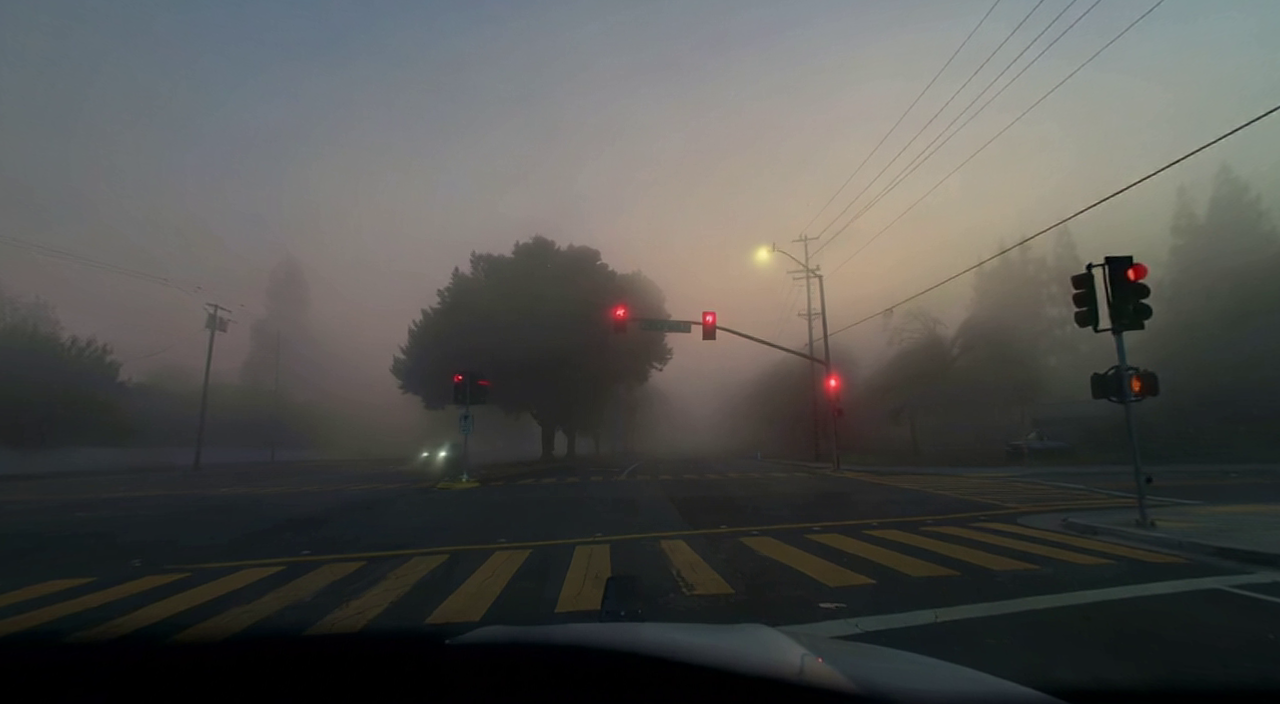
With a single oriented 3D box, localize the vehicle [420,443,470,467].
[{"bbox_3d":[-13.721,7.266,44.692,1.893,1.547,4.283,-1,-8,4],"label":"vehicle"}]
